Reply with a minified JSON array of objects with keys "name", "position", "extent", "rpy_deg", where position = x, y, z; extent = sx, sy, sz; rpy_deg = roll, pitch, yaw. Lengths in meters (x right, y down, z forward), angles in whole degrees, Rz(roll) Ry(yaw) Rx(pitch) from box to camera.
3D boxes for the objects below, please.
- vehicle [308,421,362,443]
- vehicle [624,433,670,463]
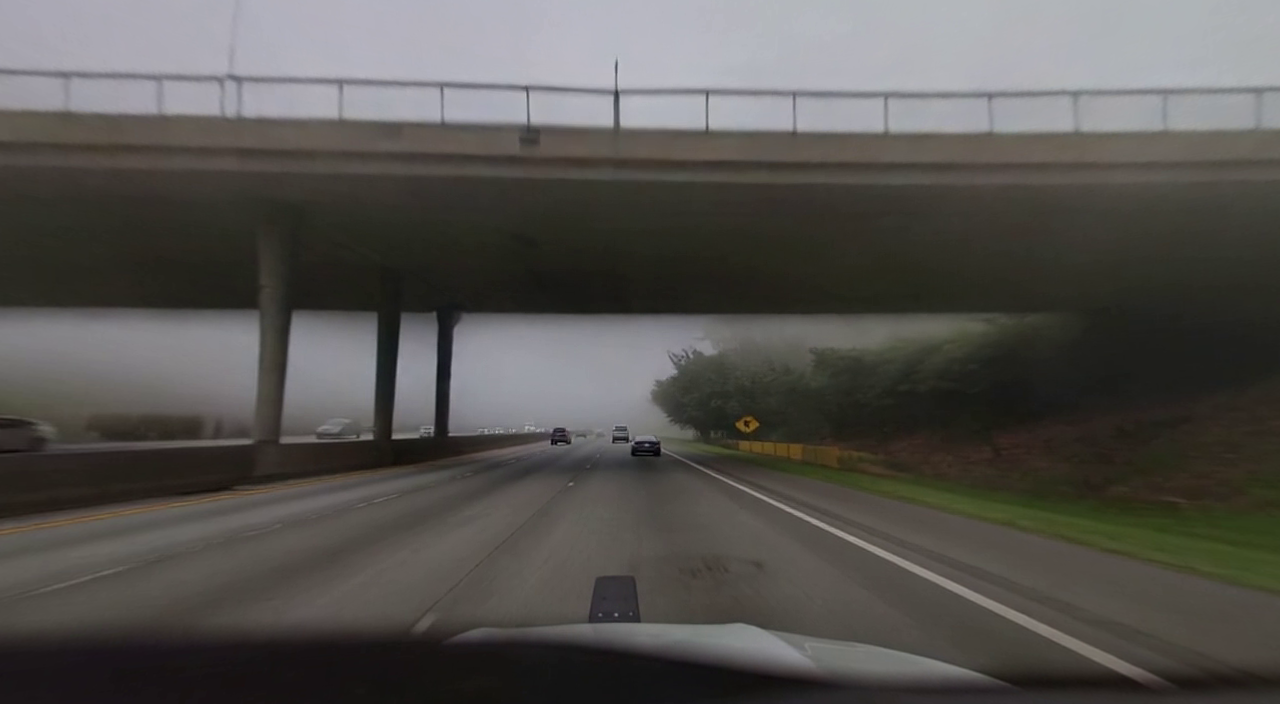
[{"name":"vehicle","position":[-21.924,5.790,45.373],"extent":[1.859,1.480,4.314],"rpy_deg":[0,-8,-3]},{"name":"vehicle","position":[0.264,4.536,30.044],"extent":[1.999,1.329,3.913],"rpy_deg":[0,-8,-2]}]
